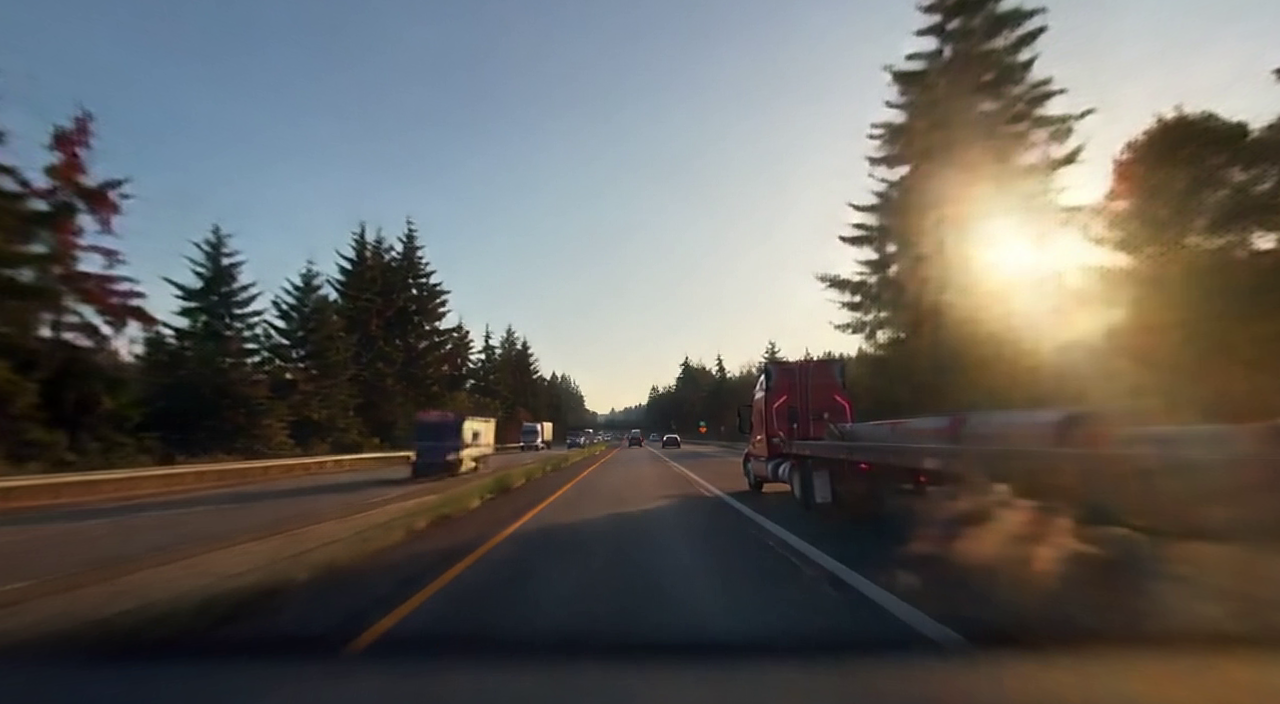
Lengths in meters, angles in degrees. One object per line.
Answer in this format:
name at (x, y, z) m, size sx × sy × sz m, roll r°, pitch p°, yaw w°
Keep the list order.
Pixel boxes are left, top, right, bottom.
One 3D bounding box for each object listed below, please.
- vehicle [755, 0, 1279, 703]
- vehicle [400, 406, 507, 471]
vehicle at (3.914, 0.013, 5.273) m, size 3.038 × 3.975 × 13.887 m, roll 0°, pitch -8°, yaw -1°
vehicle at (-7.882, 3.796, 27.698) m, size 2.478 × 2.469 × 7.439 m, roll 0°, pitch -8°, yaw -1°
